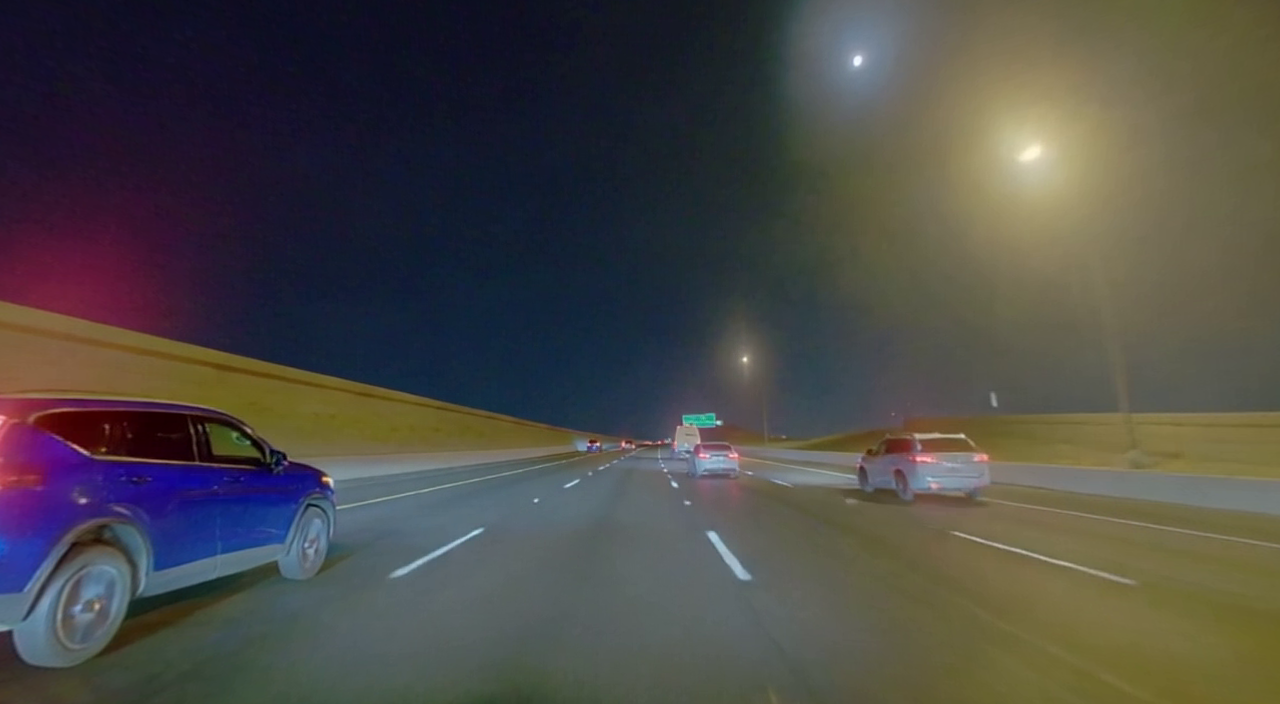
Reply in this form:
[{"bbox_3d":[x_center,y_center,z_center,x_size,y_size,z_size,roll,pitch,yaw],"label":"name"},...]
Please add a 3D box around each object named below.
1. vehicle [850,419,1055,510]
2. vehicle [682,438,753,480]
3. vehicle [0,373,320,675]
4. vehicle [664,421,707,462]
[{"bbox_3d":[6.745,2.487,14.462,2.184,1.712,4.856,0,-8,0],"label":"vehicle"},{"bbox_3d":[2.938,4.203,25.148,2.108,1.509,5.059,0,-8,-1],"label":"vehicle"},{"bbox_3d":[-4.513,1.128,4.719,2.000,1.646,4.201,0,-8,0],"label":"vehicle"},{"bbox_3d":[3.148,6.439,45.404,2.629,2.718,6.740,0,-8,0],"label":"vehicle"}]
